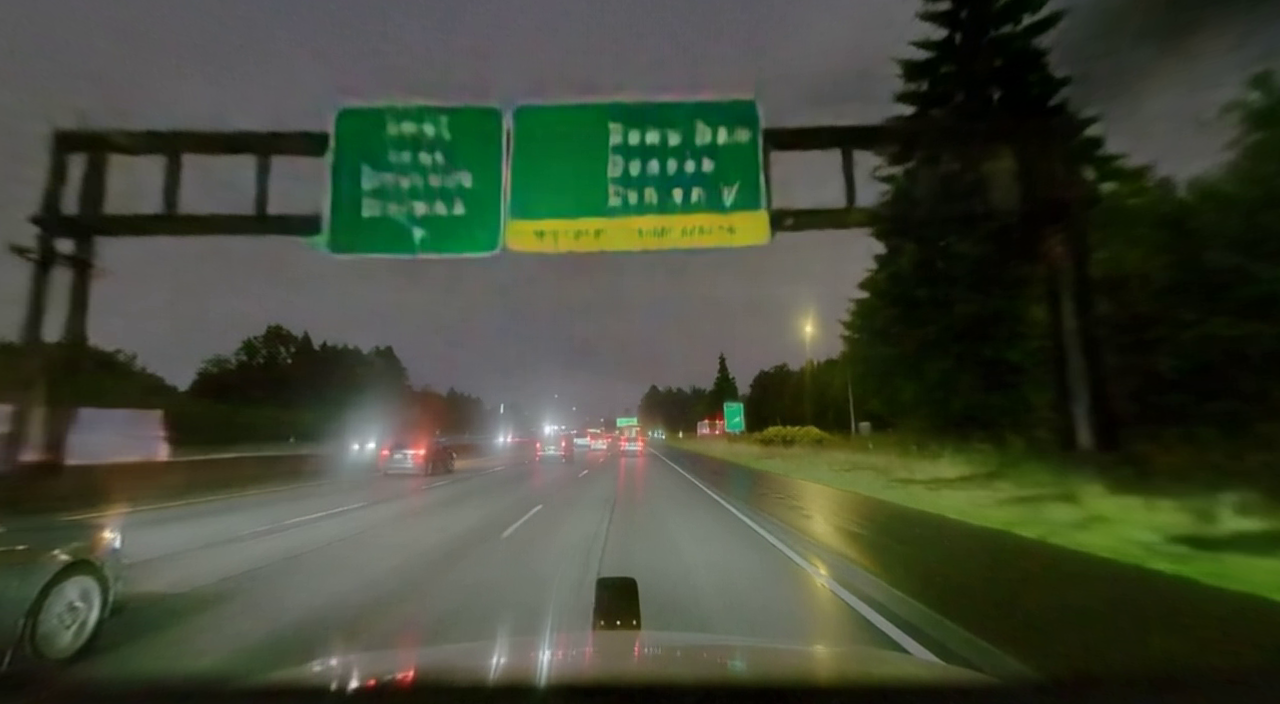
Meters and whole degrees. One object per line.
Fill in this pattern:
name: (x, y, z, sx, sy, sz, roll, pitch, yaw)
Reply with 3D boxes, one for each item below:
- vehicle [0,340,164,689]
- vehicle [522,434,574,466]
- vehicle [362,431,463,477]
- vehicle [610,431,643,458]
vehicle: (-4.344, 0.705, 2.172, 1.971, 1.822, 4.366, 0, -8, -1)
vehicle: (-4.474, 4.805, 31.080, 1.909, 1.445, 4.087, 0, -8, 0)
vehicle: (-8.310, 3.755, 23.511, 1.953, 1.524, 4.863, 0, -8, 0)
vehicle: (-0.849, 5.939, 40.395, 2.002, 1.611, 3.778, 0, -8, 0)
